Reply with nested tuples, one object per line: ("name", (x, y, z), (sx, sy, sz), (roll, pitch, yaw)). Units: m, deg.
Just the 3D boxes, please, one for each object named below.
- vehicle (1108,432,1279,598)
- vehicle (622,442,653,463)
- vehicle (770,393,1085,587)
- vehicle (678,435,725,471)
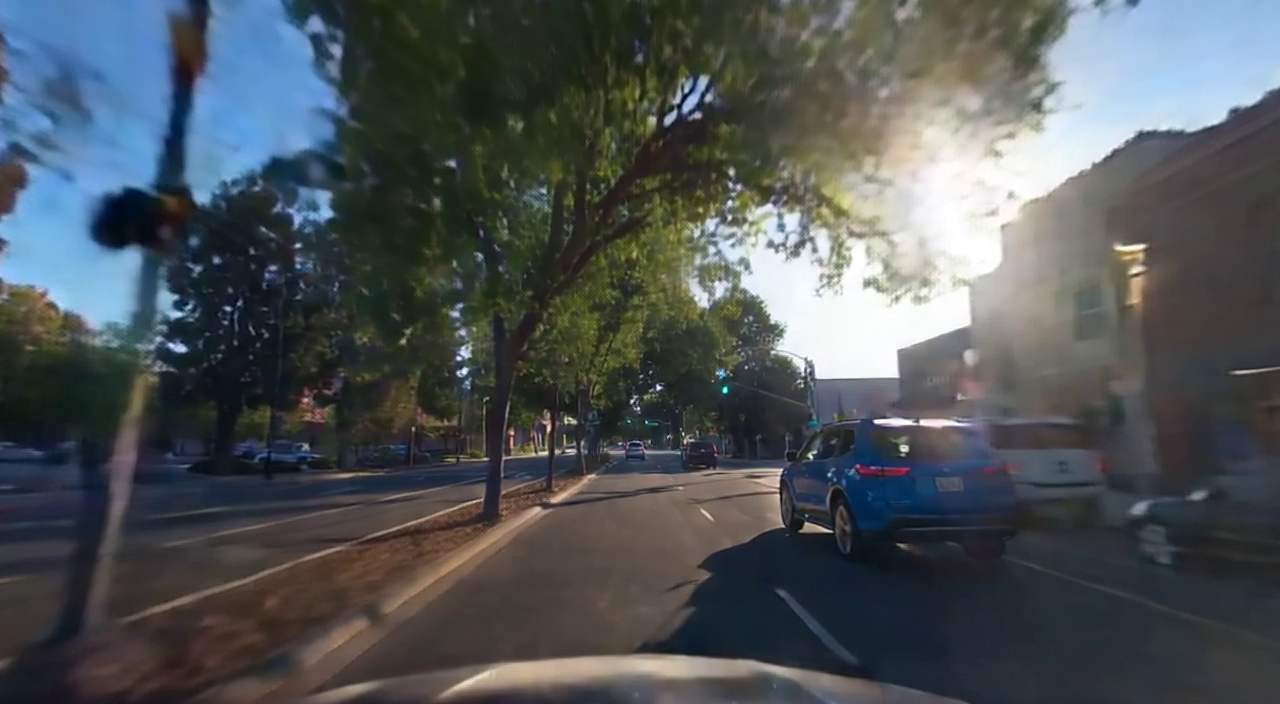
("vehicle", (7.245, 1.587, 6.062), (1.901, 1.620, 4.565), (0, -8, 0))
("vehicle", (-0.158, 7.274, 45.670), (2.131, 1.474, 4.146), (0, -8, 0))
("vehicle", (3.237, 1.653, 8.324), (2.033, 1.865, 4.360), (0, -8, -1))
("vehicle", (3.298, 5.551, 34.877), (2.085, 1.828, 5.383), (0, -8, 0))
